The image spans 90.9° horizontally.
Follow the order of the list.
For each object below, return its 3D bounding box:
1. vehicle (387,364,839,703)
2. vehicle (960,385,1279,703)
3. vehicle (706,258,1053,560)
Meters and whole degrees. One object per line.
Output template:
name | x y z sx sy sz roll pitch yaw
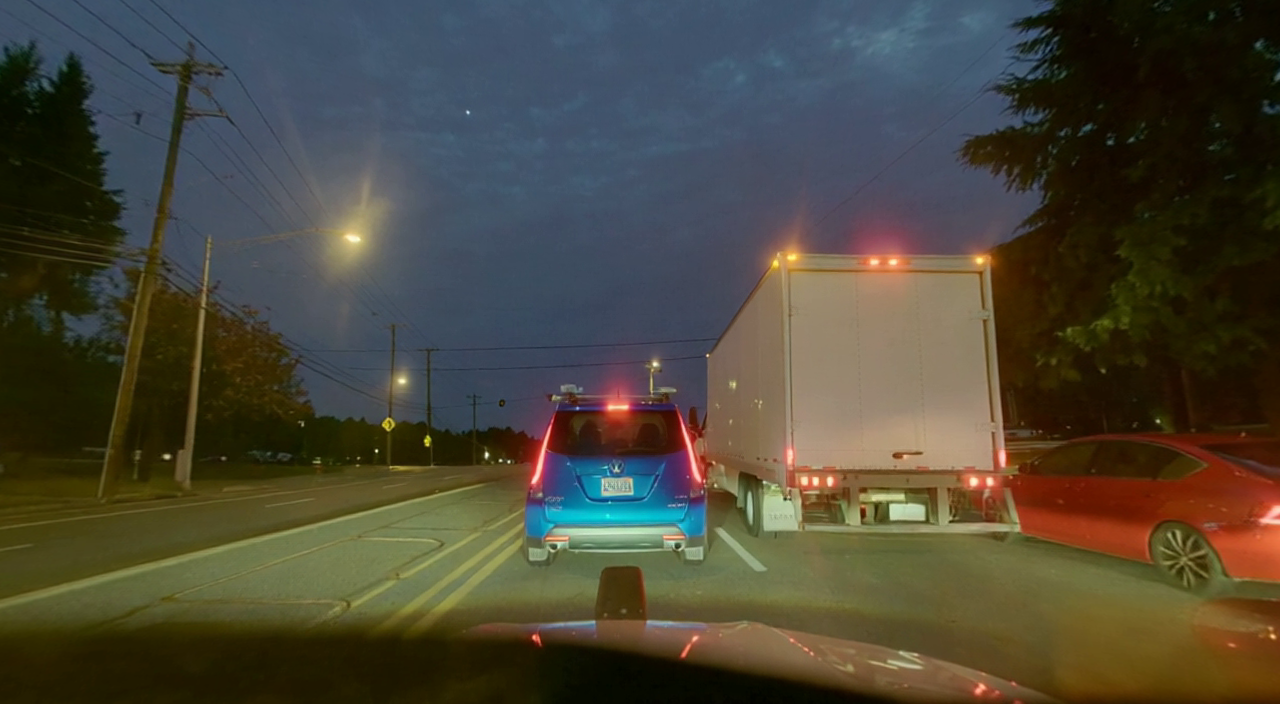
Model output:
vehicle | -0.121 1.230 5.143 2.114 1.732 4.230 0 -8 0
vehicle | 2.828 0.751 1.196 1.971 1.484 4.728 0 -8 0
vehicle | 3.233 1.256 11.840 2.915 3.559 8.848 0 -8 -1
